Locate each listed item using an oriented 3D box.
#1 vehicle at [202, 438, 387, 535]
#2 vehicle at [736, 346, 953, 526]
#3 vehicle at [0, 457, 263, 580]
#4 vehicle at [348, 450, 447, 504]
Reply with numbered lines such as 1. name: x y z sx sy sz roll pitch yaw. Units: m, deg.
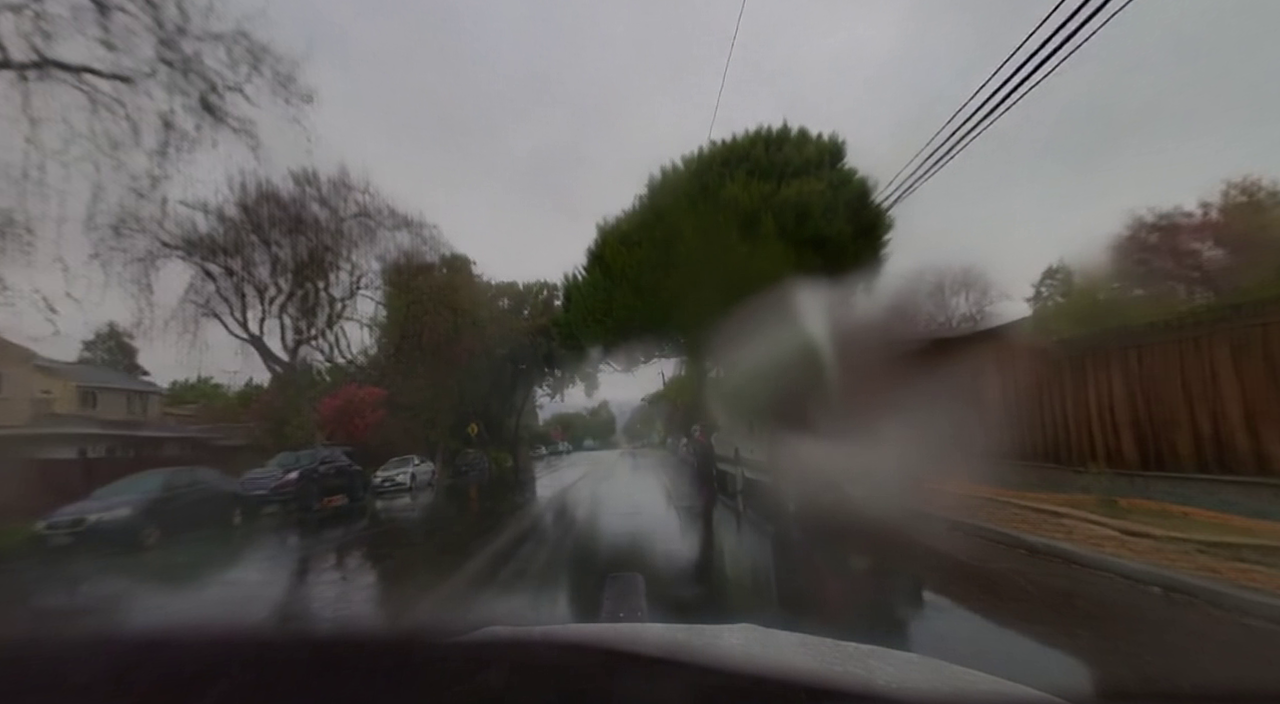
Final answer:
1. vehicle: -8.534 3.253 16.192 2.163 1.841 4.679 -6 -7 -1
2. vehicle: 3.072 1.413 10.584 2.233 2.453 3.787 0 -9 -1
3. vehicle: -8.391 2.620 10.655 1.821 1.476 4.060 -5 -8 -4
4. vehicle: -8.402 4.316 22.281 1.839 1.384 4.124 -7 -7 -2
